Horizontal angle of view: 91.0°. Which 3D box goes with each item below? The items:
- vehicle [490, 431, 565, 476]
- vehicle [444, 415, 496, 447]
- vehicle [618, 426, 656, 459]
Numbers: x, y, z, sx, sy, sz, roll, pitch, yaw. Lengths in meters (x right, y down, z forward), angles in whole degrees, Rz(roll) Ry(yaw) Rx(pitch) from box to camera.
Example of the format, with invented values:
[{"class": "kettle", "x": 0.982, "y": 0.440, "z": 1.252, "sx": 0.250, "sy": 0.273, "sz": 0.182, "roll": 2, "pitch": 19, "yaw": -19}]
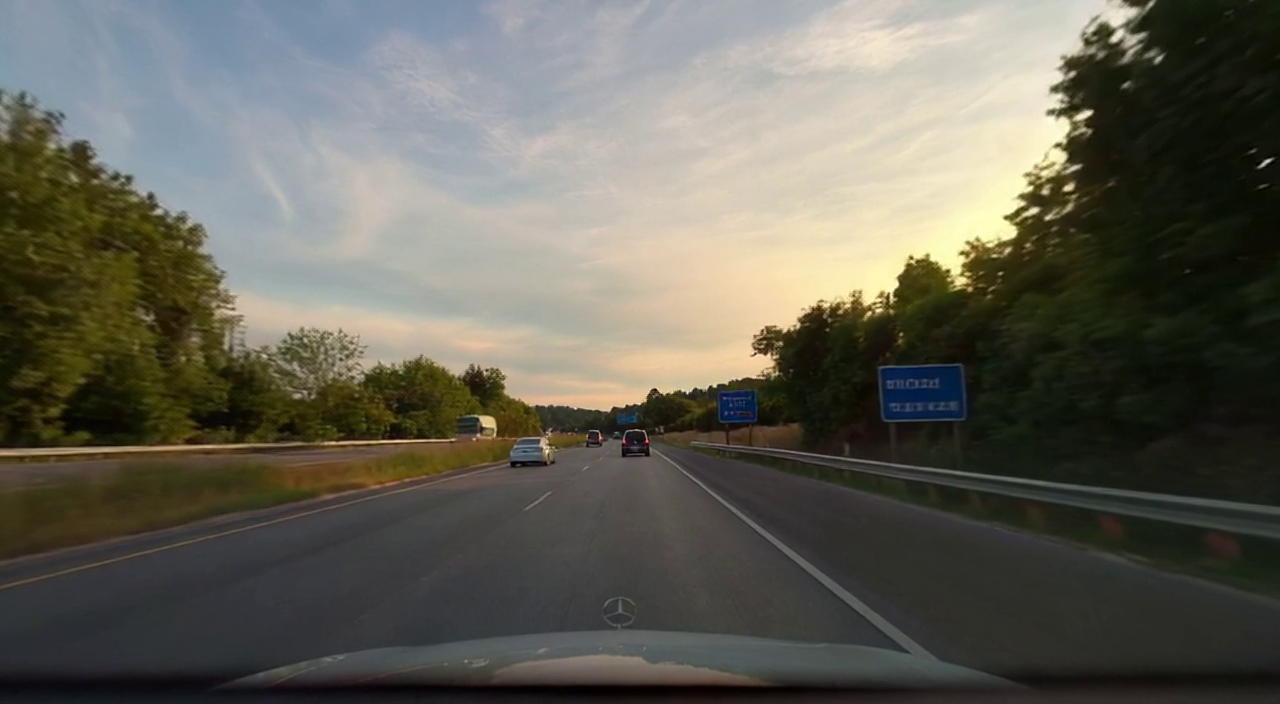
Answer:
[{"class": "vehicle", "x": -4.160, "y": 3.813, "z": 23.960, "sx": 2.062, "sy": 1.567, "sz": 4.117, "roll": 0, "pitch": -8, "yaw": 0}, {"class": "vehicle", "x": -13.259, "y": 6.248, "z": 49.530, "sx": 2.474, "sy": 2.352, "sz": 5.794, "roll": 0, "pitch": -8, "yaw": 0}, {"class": "vehicle", "x": -0.215, "y": 5.646, "z": 39.401, "sx": 2.223, "sy": 1.957, "sz": 4.416, "roll": 0, "pitch": -8, "yaw": -1}]
